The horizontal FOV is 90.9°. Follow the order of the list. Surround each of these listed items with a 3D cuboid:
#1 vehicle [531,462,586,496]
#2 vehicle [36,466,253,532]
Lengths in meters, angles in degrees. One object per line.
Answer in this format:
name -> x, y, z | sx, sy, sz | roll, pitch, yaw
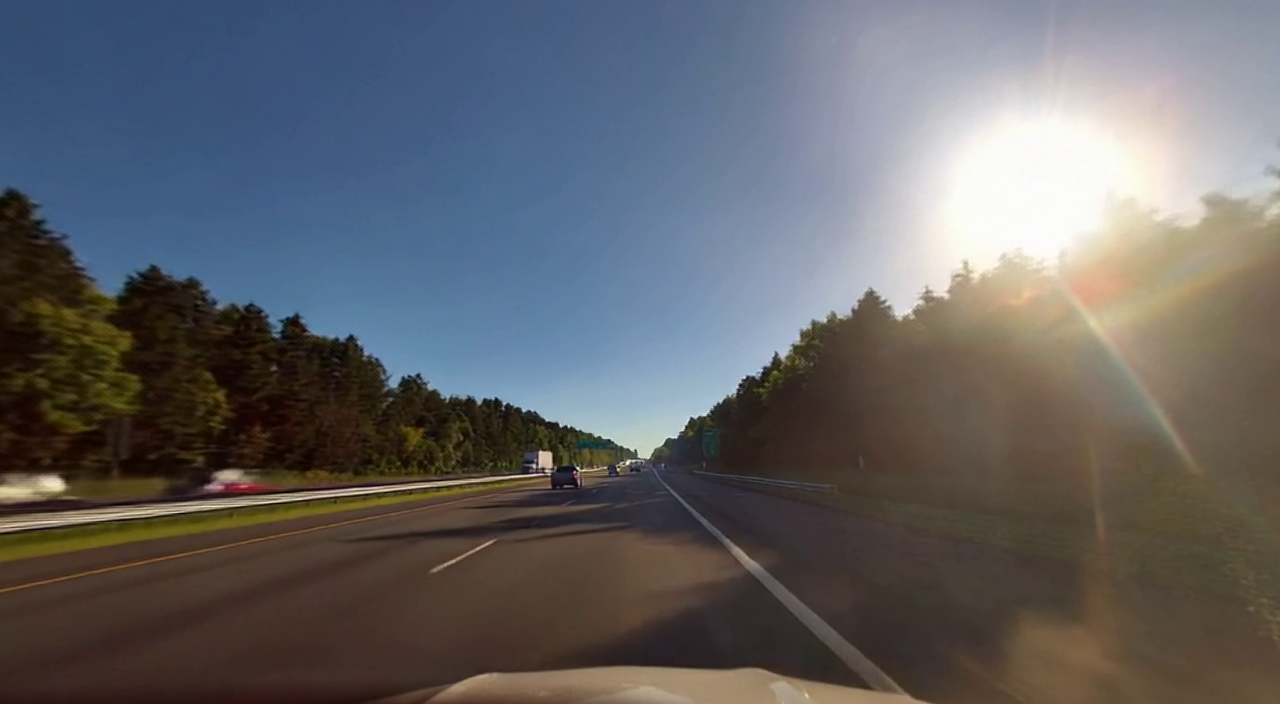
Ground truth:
vehicle -> -3.823, 6.069, 30.338 | 2.043, 1.486, 4.442 | 0, -10, 0
vehicle -> -12.614, 3.748, 16.550 | 2.065, 1.438, 4.481 | 1, -10, -1
